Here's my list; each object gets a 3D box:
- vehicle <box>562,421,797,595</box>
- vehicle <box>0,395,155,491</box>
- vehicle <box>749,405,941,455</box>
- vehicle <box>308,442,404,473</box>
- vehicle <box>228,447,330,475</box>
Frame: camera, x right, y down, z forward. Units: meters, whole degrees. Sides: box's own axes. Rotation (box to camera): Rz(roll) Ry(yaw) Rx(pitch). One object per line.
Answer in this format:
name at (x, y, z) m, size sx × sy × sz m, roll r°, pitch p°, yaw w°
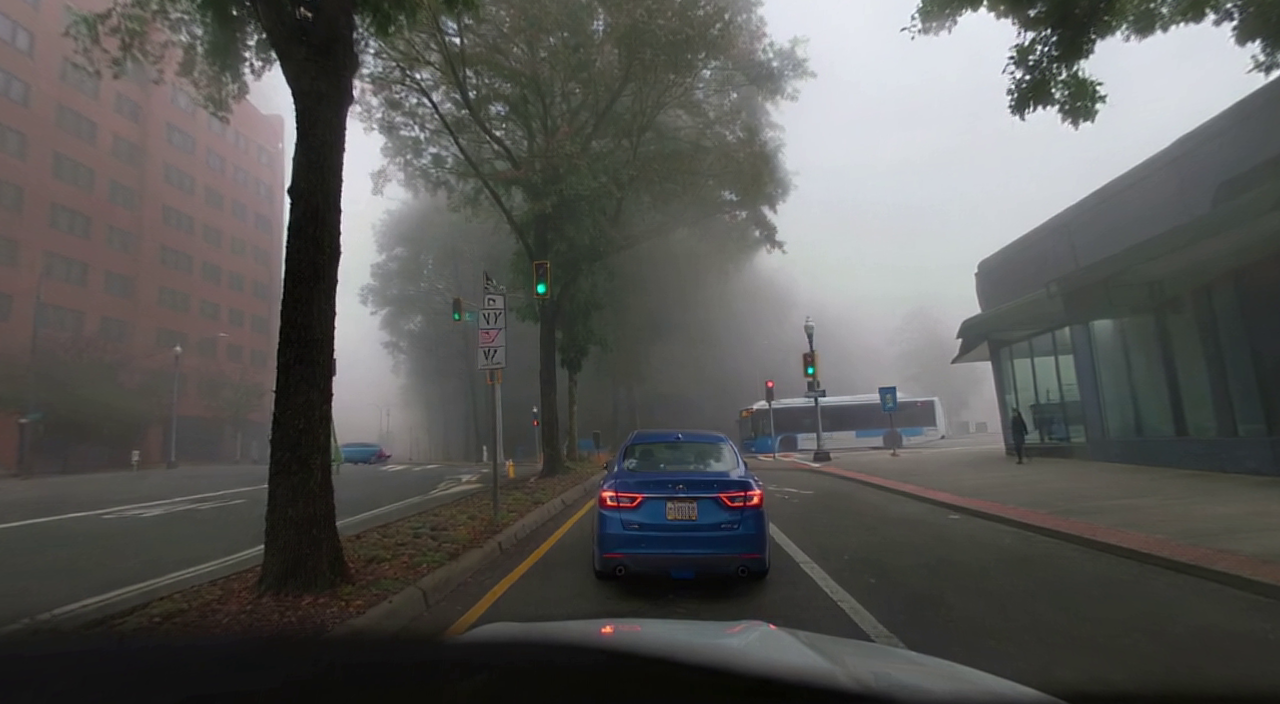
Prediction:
vehicle at (0.375, 1.626, 7.388) m, size 2.006 × 1.470 × 3.799 m, roll 0°, pitch -8°, yaw 1°
vehicle at (-25.946, 3.643, 25.331) m, size 2.692 × 3.685 × 10.153 m, roll -3°, pitch -9°, yaw 20°
vehicle at (15.702, 6.124, 49.296) m, size 13.811 × 3.706 × 2.997 m, roll 0°, pitch -9°, yaw 1°
vehicle at (-16.294, 6.027, 36.395) m, size 1.892 × 1.645 × 4.561 m, roll -8°, pitch -11°, yaw 41°
vehicle at (-20.792, 6.288, 36.638) m, size 1.883 × 1.461 × 4.830 m, roll -4°, pitch -10°, yaw 27°
